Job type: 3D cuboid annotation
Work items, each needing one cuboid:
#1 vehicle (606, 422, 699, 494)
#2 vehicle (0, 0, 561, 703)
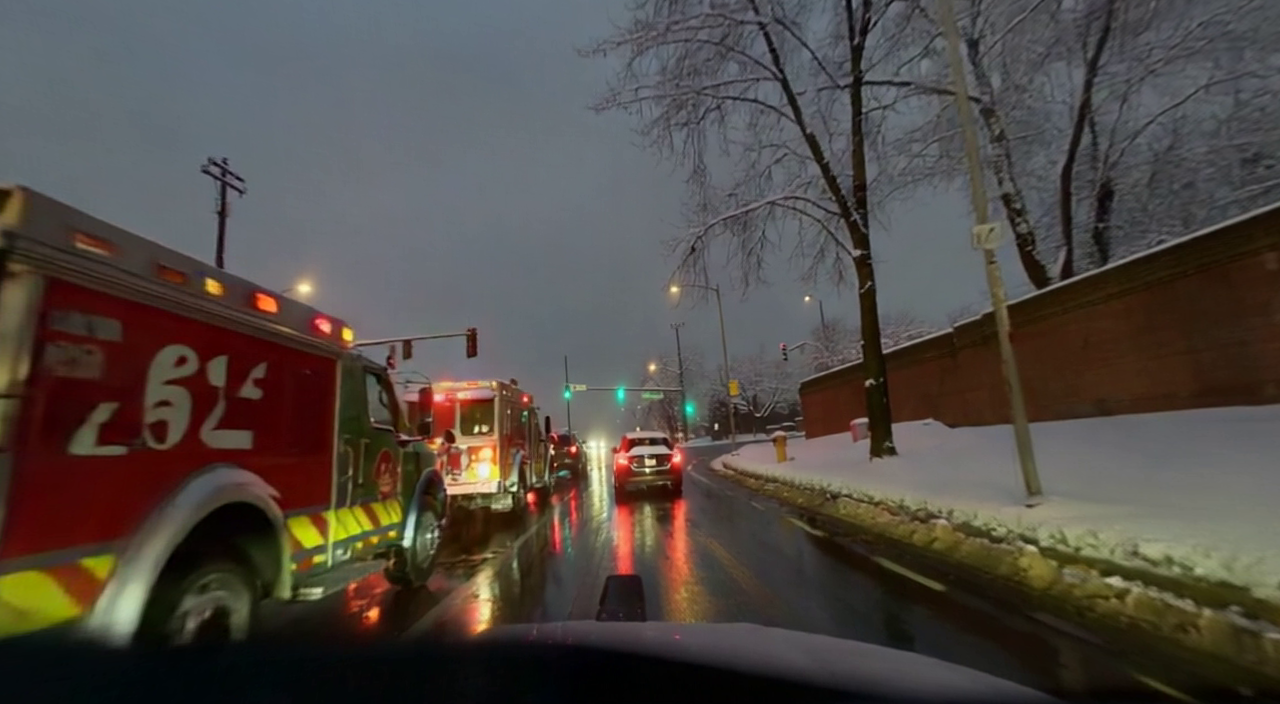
[{"bbox_3d":[0.182,3.114,18.872,2.332,1.831,4.930,0,-8,-4],"label":"vehicle"},{"bbox_3d":[-3.593,0.885,8.724,3.631,3.655,12.773,0,-8,-1],"label":"vehicle"}]
